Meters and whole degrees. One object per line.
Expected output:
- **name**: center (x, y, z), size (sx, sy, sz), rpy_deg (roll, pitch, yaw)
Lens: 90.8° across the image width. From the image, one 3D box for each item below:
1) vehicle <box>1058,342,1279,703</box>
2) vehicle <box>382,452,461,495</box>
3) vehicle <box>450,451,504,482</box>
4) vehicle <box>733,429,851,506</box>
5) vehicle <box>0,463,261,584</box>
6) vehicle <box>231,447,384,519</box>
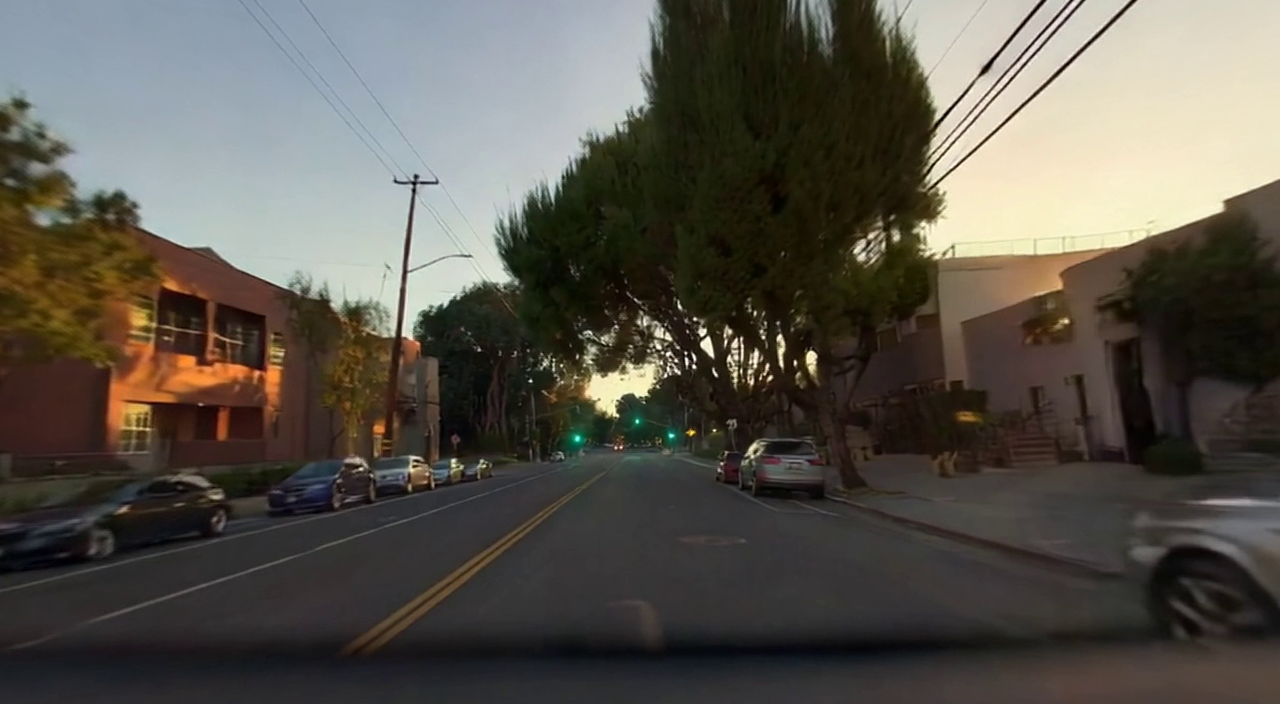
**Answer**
- **vehicle**: center (3.961, 0.723, 1.976), size (2.040, 1.801, 4.569), rpy_deg (0, -9, -2)
- **vehicle**: center (-9.265, 5.137, 27.117), size (1.884, 1.526, 4.061), rpy_deg (-5, -9, 1)
- **vehicle**: center (-9.210, 6.478, 36.002), size (2.000, 1.495, 4.687), rpy_deg (-3, -8, -3)
- **vehicle**: center (3.809, 2.978, 16.743), size (2.155, 1.747, 4.311), rpy_deg (-1, -9, 2)
- **vehicle**: center (-9.022, 2.758, 10.989), size (1.948, 1.508, 4.656), rpy_deg (0, -9, 0)
- **vehicle**: center (-9.234, 3.720, 18.067), size (2.051, 1.657, 4.322), rpy_deg (-3, -11, -1)
